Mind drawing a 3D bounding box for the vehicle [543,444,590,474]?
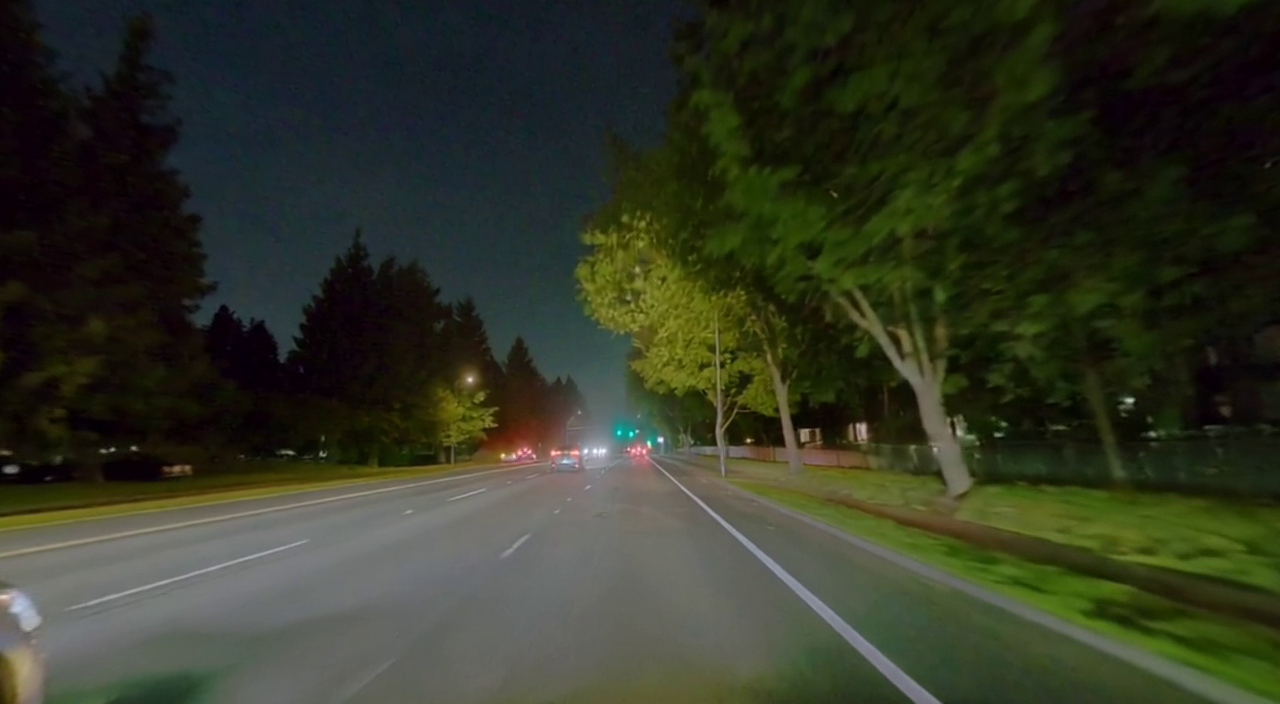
[{"bbox_3d":[-3.746,5.510,32.871,1.992,1.447,4.044,1,-8,0],"label":"vehicle"}]

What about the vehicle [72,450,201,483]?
[{"bbox_3d":[-24.648,5.620,31.090,4.454,1.524,1.859,2,-9,-11],"label":"vehicle"}]
